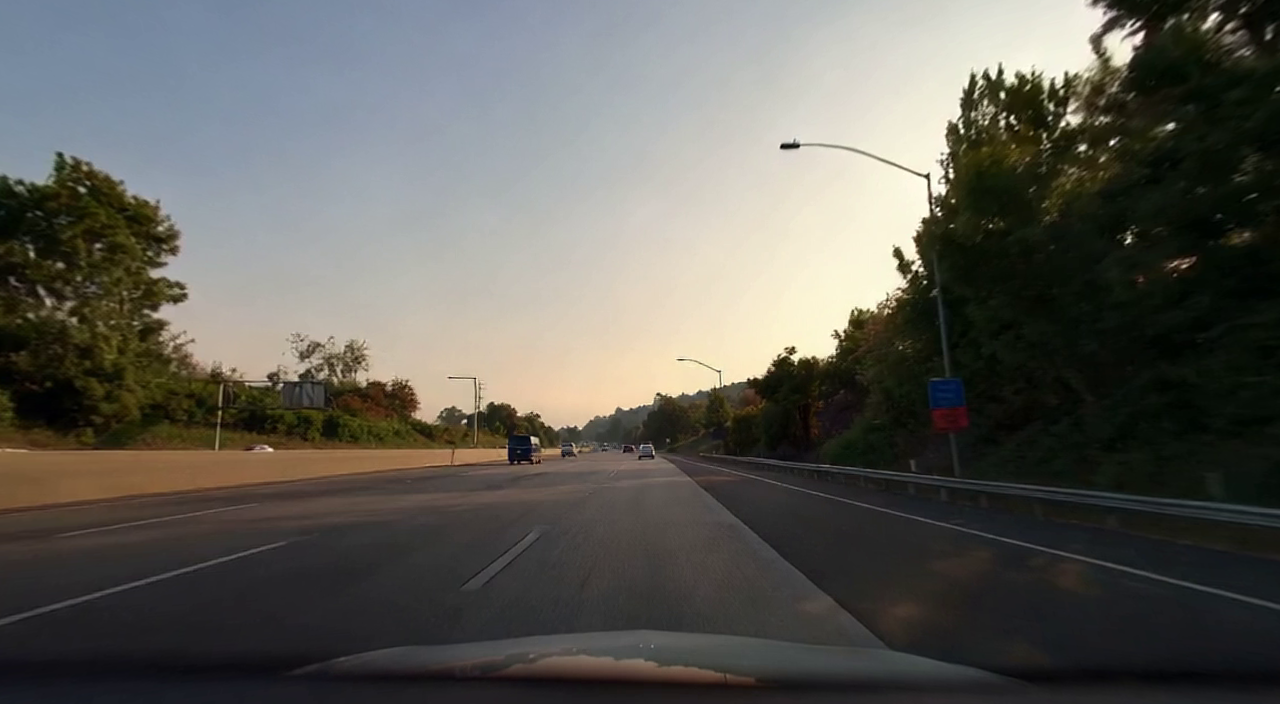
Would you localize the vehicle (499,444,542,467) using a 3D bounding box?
[{"bbox_3d":[-8.471,7.372,44.982,1.983,1.532,4.424,0,-8,3],"label":"vehicle"}]
